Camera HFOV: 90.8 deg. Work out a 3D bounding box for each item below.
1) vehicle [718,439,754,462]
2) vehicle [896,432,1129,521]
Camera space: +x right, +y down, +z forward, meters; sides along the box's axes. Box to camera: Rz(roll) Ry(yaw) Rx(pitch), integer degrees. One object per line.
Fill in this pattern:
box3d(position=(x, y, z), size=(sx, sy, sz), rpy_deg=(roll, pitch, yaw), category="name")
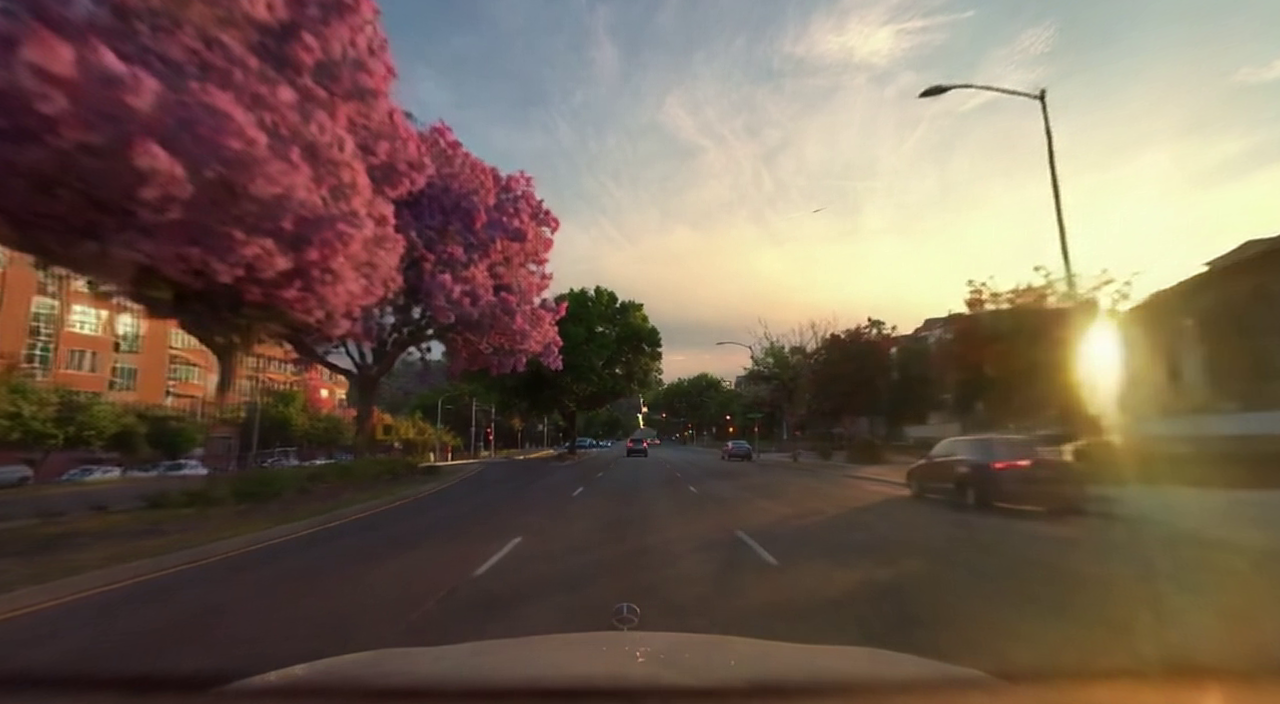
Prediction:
box3d(position=(7.142, 7.363, 47.407), size=(1.933, 1.580, 4.162), rpy_deg=(0, -8, -1), category="vehicle")
box3d(position=(7.063, 2.386, 12.684), size=(2.032, 1.449, 4.413), rpy_deg=(0, -8, 1), category="vehicle")
